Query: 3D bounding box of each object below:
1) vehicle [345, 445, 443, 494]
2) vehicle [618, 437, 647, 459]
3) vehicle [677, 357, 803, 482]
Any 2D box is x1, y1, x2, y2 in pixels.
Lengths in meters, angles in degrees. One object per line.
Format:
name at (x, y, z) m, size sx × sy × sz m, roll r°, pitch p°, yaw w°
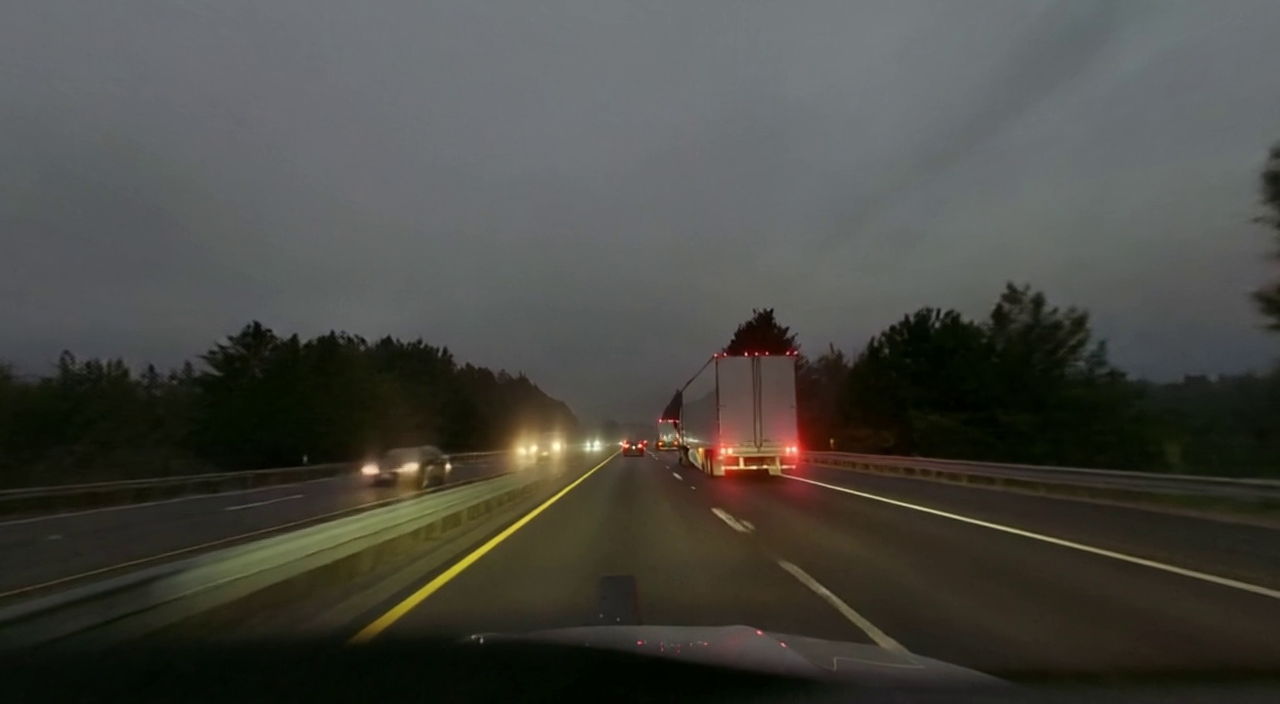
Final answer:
vehicle at (-8.484, 4.048, 22.073) m, size 1.857 × 1.509 × 4.010 m, roll 0°, pitch -8°, yaw 0°
vehicle at (-0.603, 7.499, 49.489) m, size 2.192 × 1.623 × 4.887 m, roll 0°, pitch -8°, yaw -1°
vehicle at (3.618, 3.074, 27.190) m, size 2.919 × 4.004 × 13.911 m, roll 0°, pitch -8°, yaw -1°
